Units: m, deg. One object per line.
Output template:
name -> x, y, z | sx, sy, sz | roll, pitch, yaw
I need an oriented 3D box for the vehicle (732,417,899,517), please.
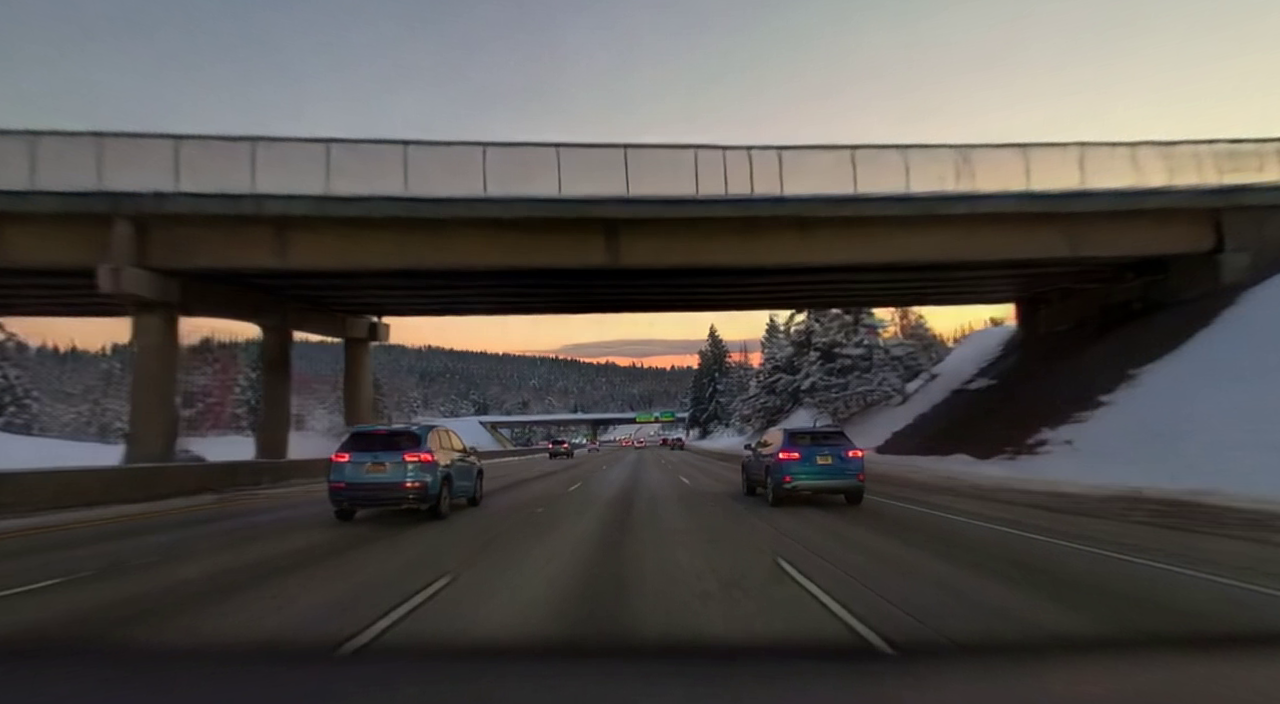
vehicle -> 3.462, 2.390, 13.546 | 2.185, 1.749, 4.477 | 0, -8, -1

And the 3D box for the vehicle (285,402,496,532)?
vehicle -> -4.197, 2.037, 11.677 | 2.018, 1.872, 4.728 | 0, -8, -1

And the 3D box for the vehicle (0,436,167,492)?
vehicle -> -18.722, 3.695, 21.253 | 1.994, 1.631, 4.711 | 0, -8, -1
